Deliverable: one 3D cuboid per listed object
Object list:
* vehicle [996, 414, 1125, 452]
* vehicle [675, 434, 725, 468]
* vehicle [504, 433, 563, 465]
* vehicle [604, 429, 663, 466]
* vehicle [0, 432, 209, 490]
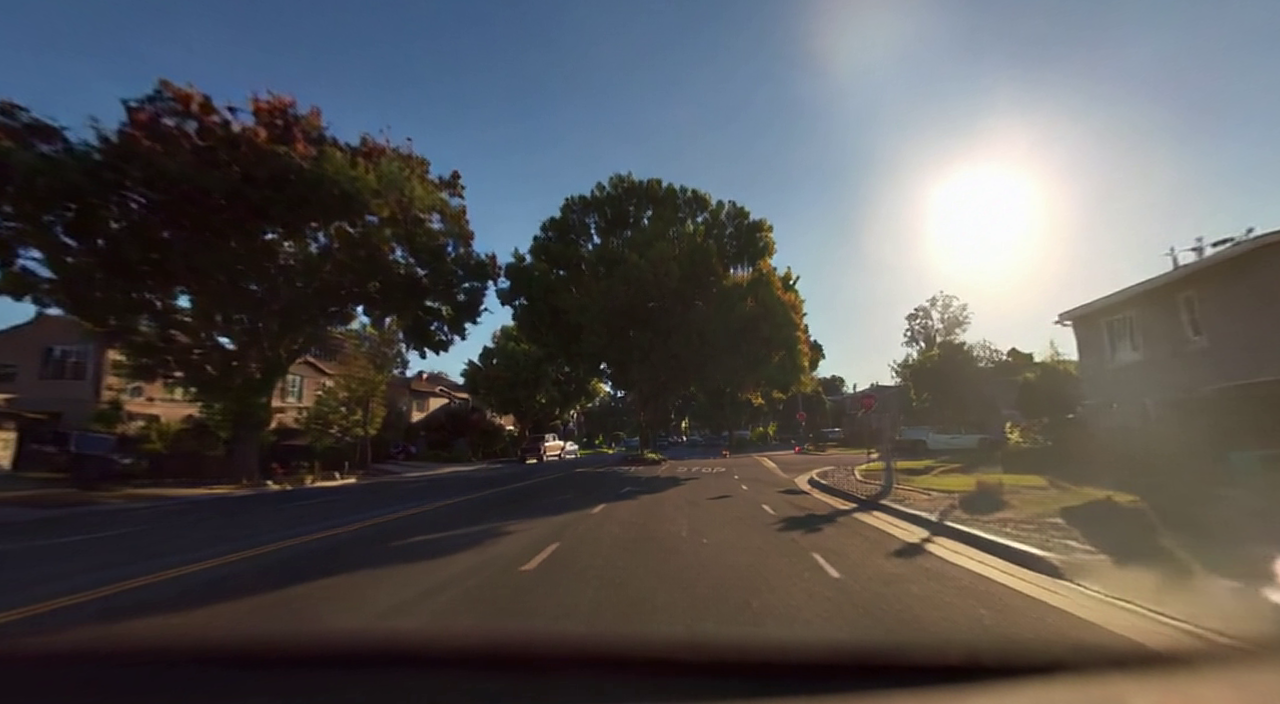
[{"bbox_3d":[21.451,4.215,32.340,4.989,1.564,2.007,-5,-13,16],"label":"vehicle"},{"bbox_3d":[2.862,4.576,29.297,1.955,1.459,4.383,-2,-9,10],"label":"vehicle"},{"bbox_3d":[-7.821,7.166,46.998,2.191,1.980,5.888,-5,-8,12],"label":"vehicle"},{"bbox_3d":[-0.234,4.816,31.762,2.178,1.695,4.339,-2,-9,11],"label":"vehicle"},{"bbox_3d":[-17.652,3.563,20.771,5.177,1.779,2.199,0,-8,0],"label":"vehicle"}]
